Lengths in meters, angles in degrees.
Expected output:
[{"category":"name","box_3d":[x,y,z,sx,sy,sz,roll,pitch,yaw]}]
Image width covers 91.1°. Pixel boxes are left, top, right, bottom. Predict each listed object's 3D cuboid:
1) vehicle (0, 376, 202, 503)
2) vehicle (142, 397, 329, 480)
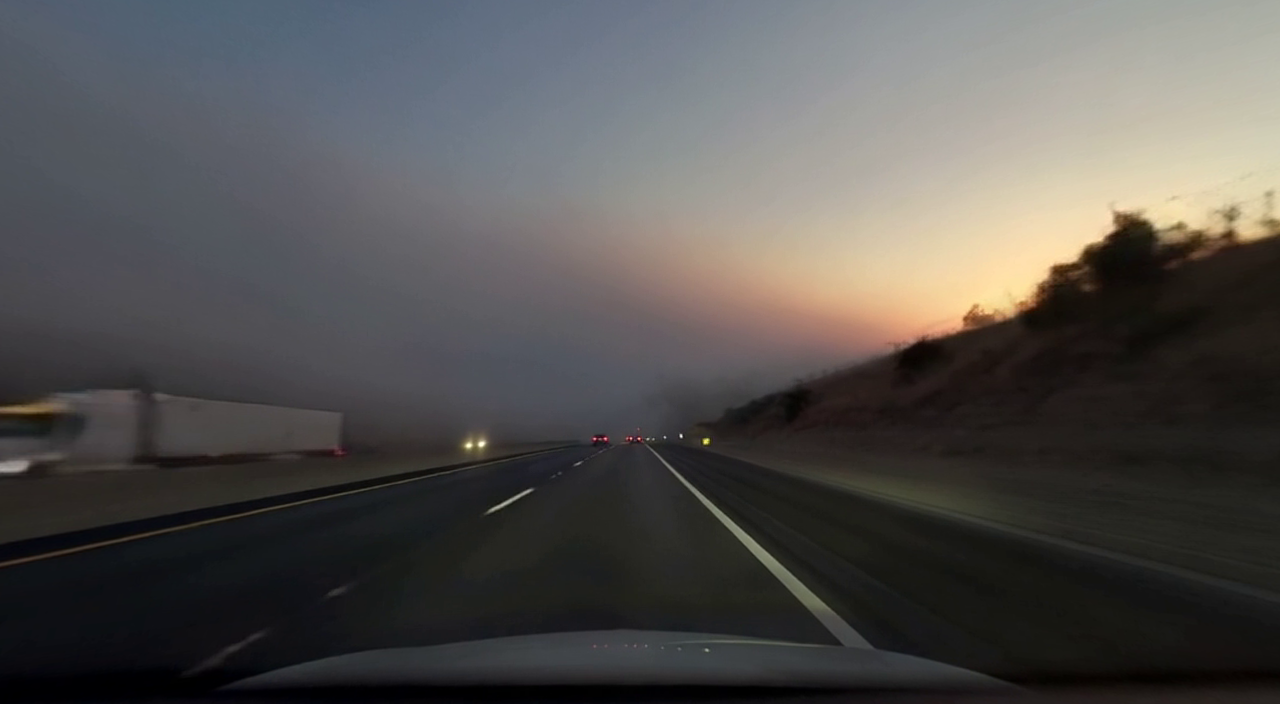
[{"category":"vehicle","box_3d":[-17.622,2.675,19.500,2.875,3.201,7.109,0,-8,-1]},{"category":"vehicle","box_3d":[-17.781,3.898,28.650,2.820,3.184,8.570,0,-8,0]}]
